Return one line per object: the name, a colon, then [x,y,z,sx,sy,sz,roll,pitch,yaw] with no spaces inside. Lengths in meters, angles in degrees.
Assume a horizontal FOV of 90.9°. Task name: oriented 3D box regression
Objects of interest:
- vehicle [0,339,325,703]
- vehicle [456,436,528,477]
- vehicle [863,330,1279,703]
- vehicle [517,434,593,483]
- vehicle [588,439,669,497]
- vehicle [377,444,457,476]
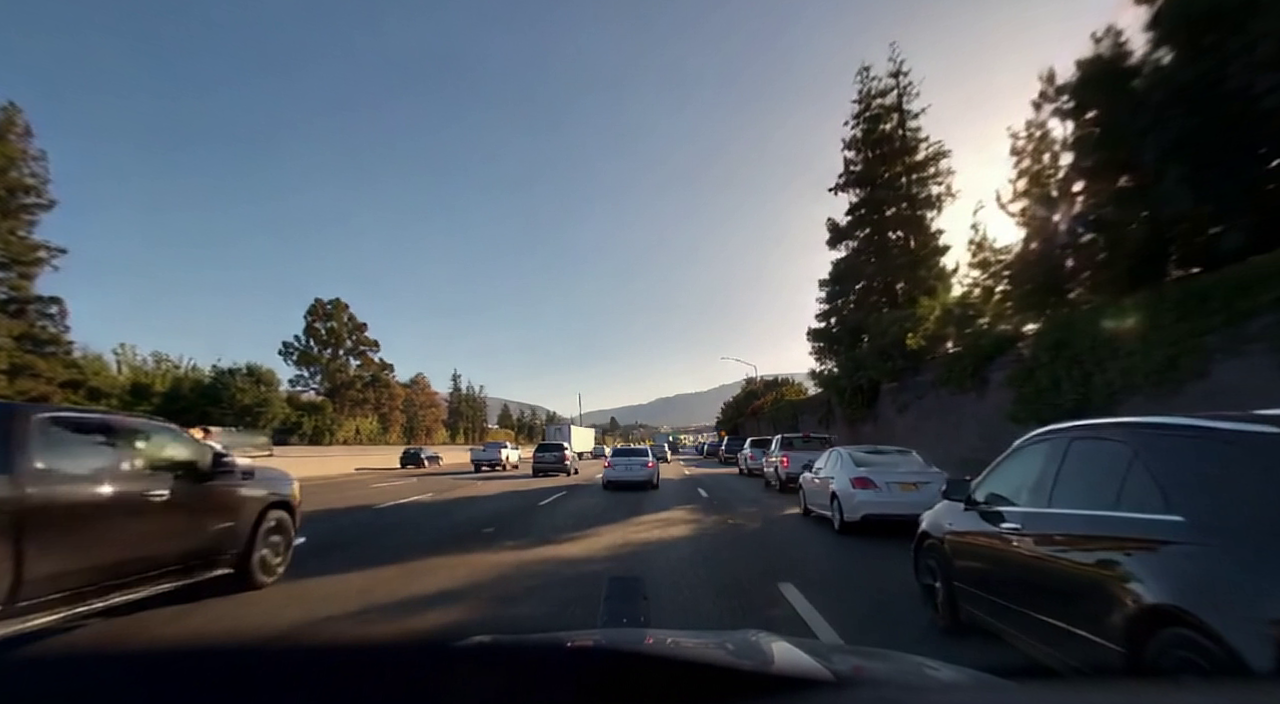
vehicle: [-4.116,0.873,3.150,2.110,1.811,5.585,0,-8,1]
vehicle: [-6.630,4.741,28.798,2.023,1.693,4.386,-1,-8,3]
vehicle: [2.777,0.900,2.681,1.964,1.631,4.837,0,-8,1]
vehicle: [-3.193,4.103,24.658,2.153,1.726,4.546,0,-8,3]
vehicle: [-0.242,3.263,18.164,2.070,1.456,4.029,0,-8,2]
vehicle: [-10.883,5.277,31.173,1.903,1.460,4.958,-1,-8,3]
